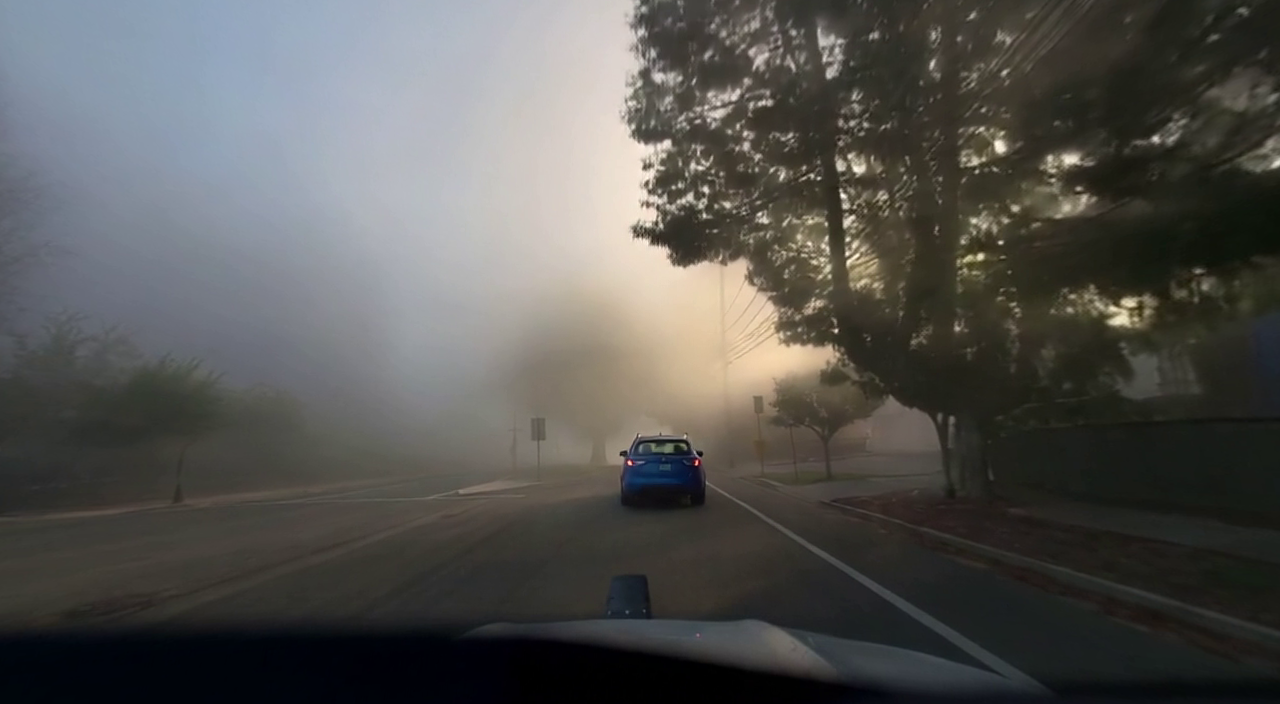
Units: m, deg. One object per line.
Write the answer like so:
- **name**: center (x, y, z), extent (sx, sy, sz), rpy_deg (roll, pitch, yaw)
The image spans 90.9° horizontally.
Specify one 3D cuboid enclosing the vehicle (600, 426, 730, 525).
- **vehicle**: center (0.418, 2.404, 12.777), extent (2.200, 1.653, 4.127), rpy_deg (0, -9, 0)
